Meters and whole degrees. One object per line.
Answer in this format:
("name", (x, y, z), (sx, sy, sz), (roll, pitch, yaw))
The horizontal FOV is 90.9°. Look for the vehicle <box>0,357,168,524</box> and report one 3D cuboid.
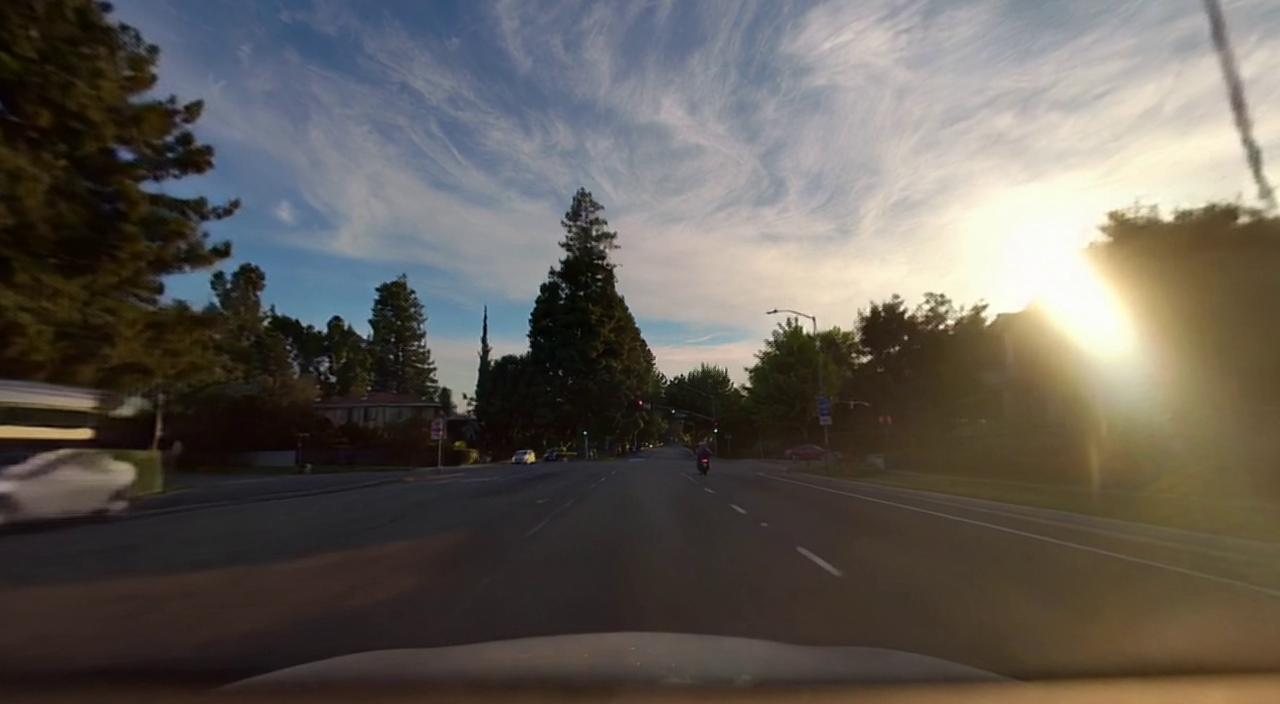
("vehicle", (-17.349, 1.770, 12.711), (2.892, 4.104, 16.689), (0, -8, 0))
